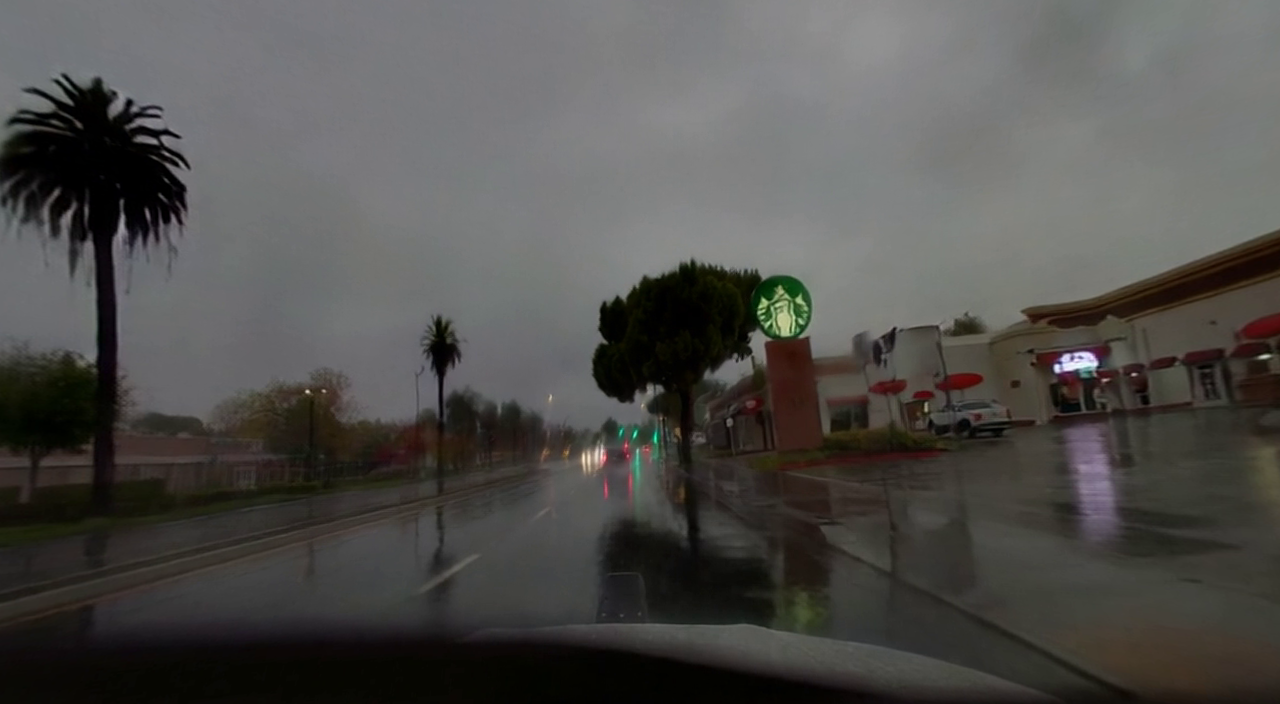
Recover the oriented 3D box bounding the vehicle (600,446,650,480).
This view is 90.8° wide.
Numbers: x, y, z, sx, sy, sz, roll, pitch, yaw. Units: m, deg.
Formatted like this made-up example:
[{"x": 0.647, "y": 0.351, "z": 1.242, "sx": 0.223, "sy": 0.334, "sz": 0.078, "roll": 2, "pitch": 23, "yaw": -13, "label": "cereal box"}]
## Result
[{"x": -0.647, "y": 5.172, "z": 29.747, "sx": 2.156, "sy": 1.462, "sz": 4.495, "roll": 0, "pitch": -8, "yaw": 0, "label": "vehicle"}]
